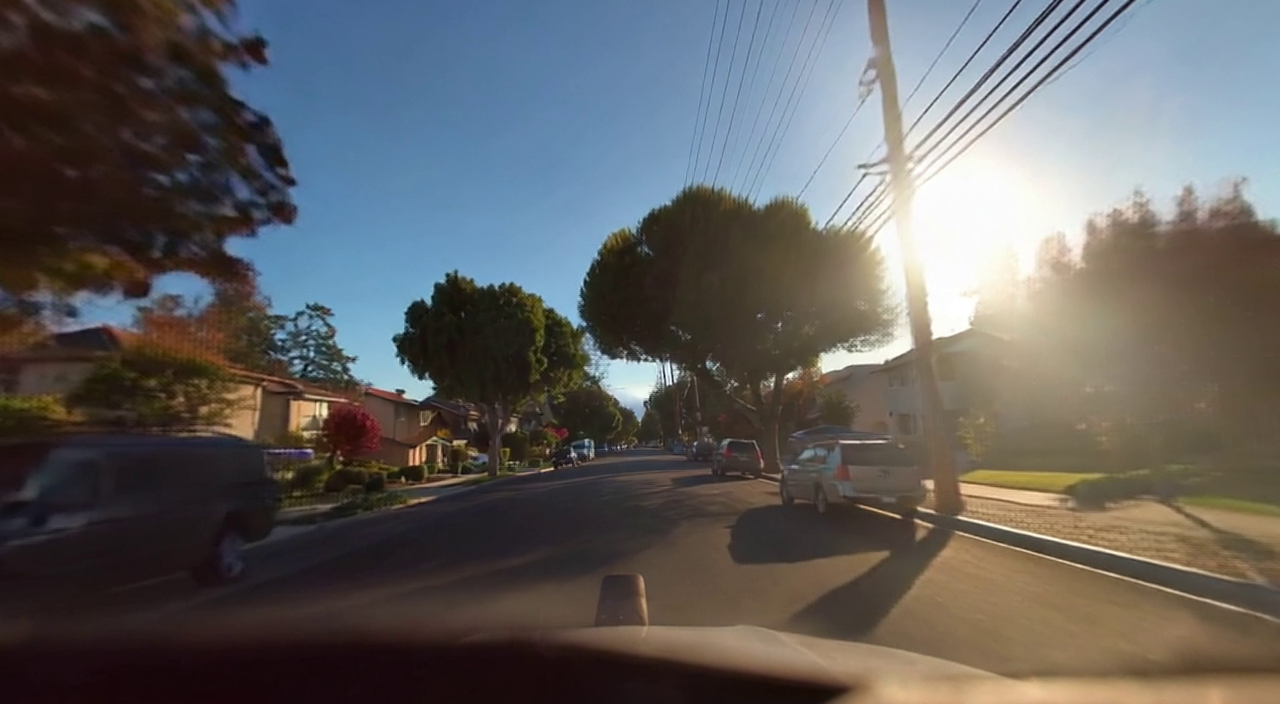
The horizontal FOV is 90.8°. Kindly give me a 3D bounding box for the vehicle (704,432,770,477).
[{"bbox_3d":[4.021,4.350,26.997,2.105,1.755,4.749,0,-8,1],"label":"vehicle"}]

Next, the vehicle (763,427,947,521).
[{"bbox_3d":[4.023,2.365,12.845,2.016,1.544,4.645,0,-8,-1],"label":"vehicle"}]

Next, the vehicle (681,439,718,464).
[{"bbox_3d":[4.103,6.904,44.050,2.040,1.640,4.153,0,-8,-2],"label":"vehicle"}]

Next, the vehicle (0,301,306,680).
[{"bbox_3d":[-6.060,1.300,6.192,2.313,2.875,6.057,-3,-8,0],"label":"vehicle"}]

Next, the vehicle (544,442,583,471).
[{"bbox_3d":[-5.692,7.817,47.631,2.213,1.786,4.674,-6,-8,-1],"label":"vehicle"}]

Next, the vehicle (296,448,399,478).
[{"bbox_3d":[-19.402,7.349,42.065,5.746,1.830,2.162,0,-8,-1],"label":"vehicle"}]
